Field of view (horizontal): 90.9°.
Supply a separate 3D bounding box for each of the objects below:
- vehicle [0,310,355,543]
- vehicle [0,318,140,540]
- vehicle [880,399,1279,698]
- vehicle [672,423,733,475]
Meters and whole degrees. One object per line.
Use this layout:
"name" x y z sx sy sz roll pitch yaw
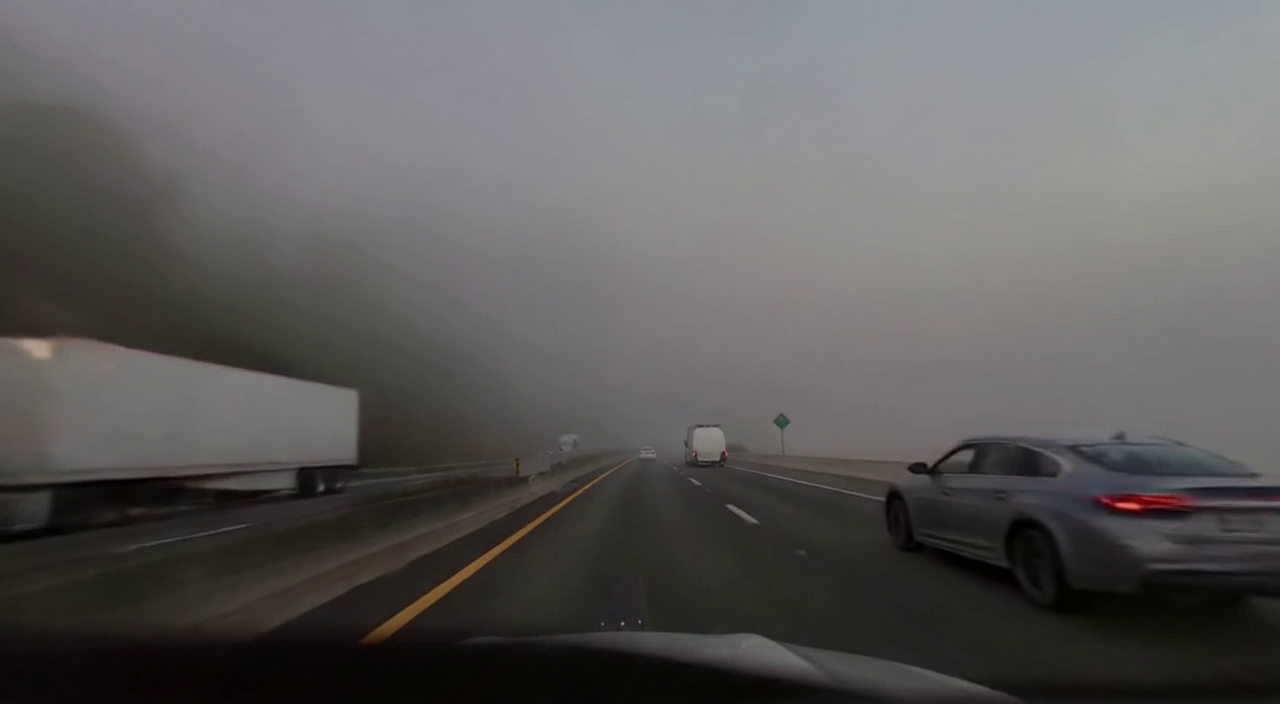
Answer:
"vehicle" -13.146 2.382 18.057 3.320 4.162 14.099 0 -9 0
"vehicle" -13.124 1.409 11.492 2.915 4.016 5.822 0 -9 1
"vehicle" 3.836 1.316 5.302 2.043 1.542 3.881 0 -9 -1
"vehicle" 3.196 5.122 33.464 2.423 2.517 5.055 0 -9 -3
